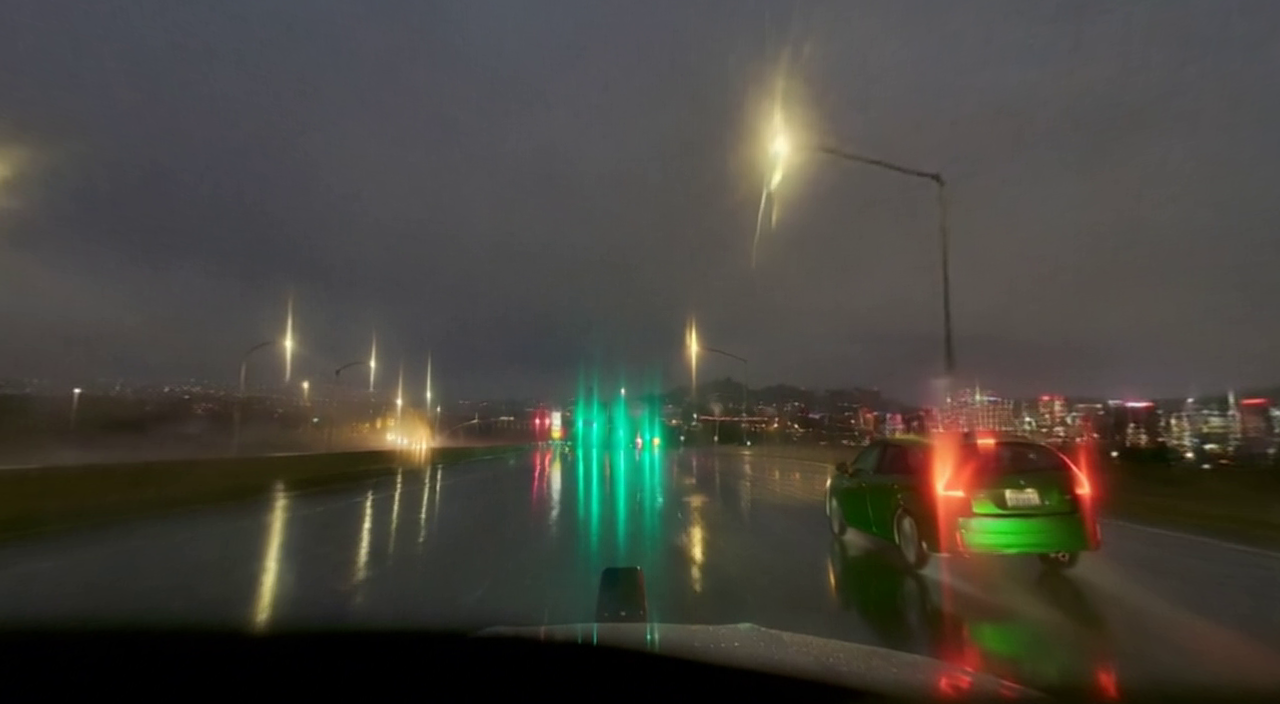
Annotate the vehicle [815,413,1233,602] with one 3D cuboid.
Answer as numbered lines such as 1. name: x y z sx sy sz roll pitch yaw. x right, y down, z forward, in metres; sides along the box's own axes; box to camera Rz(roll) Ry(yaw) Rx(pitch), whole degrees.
1. vehicle: 3.919 1.663 7.748 2.104 1.575 4.698 0 -8 -1
